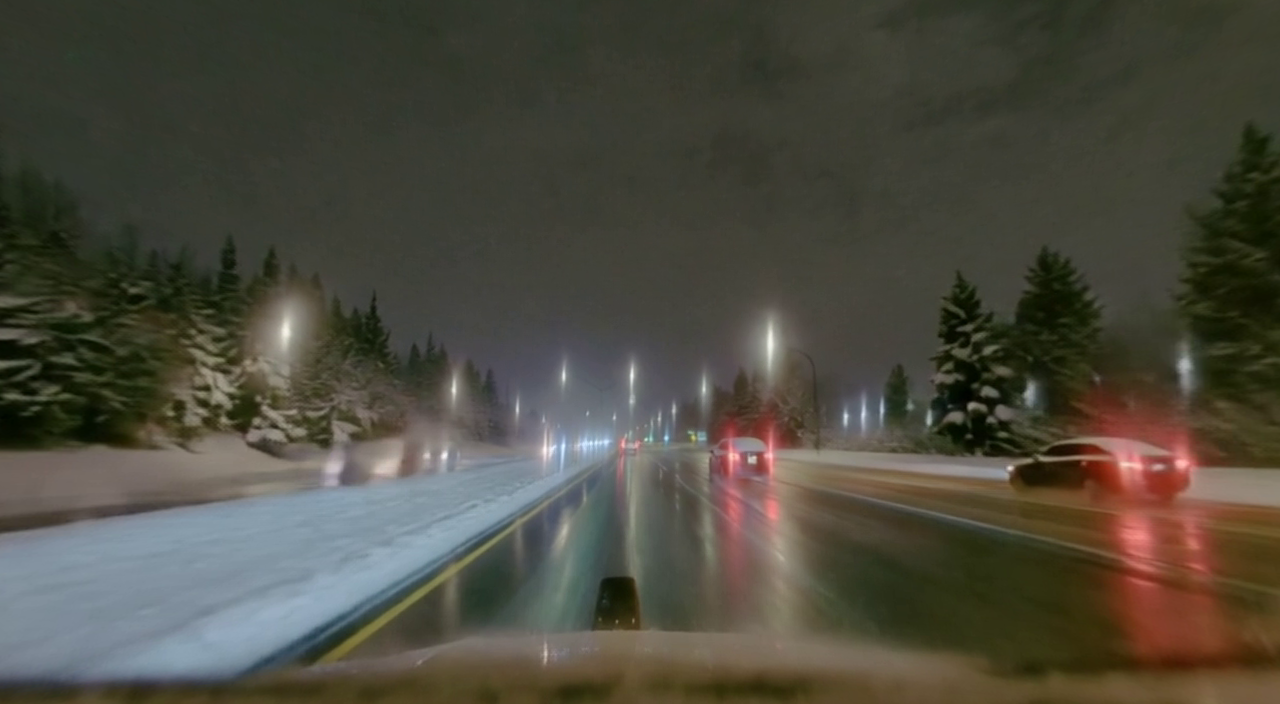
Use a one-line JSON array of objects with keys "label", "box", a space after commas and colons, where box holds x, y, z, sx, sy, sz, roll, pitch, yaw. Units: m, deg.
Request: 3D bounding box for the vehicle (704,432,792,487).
[{"label": "vehicle", "box": [3.419, 3.484, 20.774, 2.018, 1.600, 4.121, 0, -9, -2]}]

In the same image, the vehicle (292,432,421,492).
[{"label": "vehicle", "box": [-7.878, 3.079, 18.021, 1.860, 1.503, 3.883, 0, -9, 0]}]

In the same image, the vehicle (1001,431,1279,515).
[{"label": "vehicle", "box": [10.582, 2.577, 14.051, 1.987, 1.502, 5.130, 0, -9, -1]}]

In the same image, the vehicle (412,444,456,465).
[{"label": "vehicle", "box": [-15.550, 7.734, 47.902, 1.851, 1.513, 4.241, 0, -8, 0]}]
